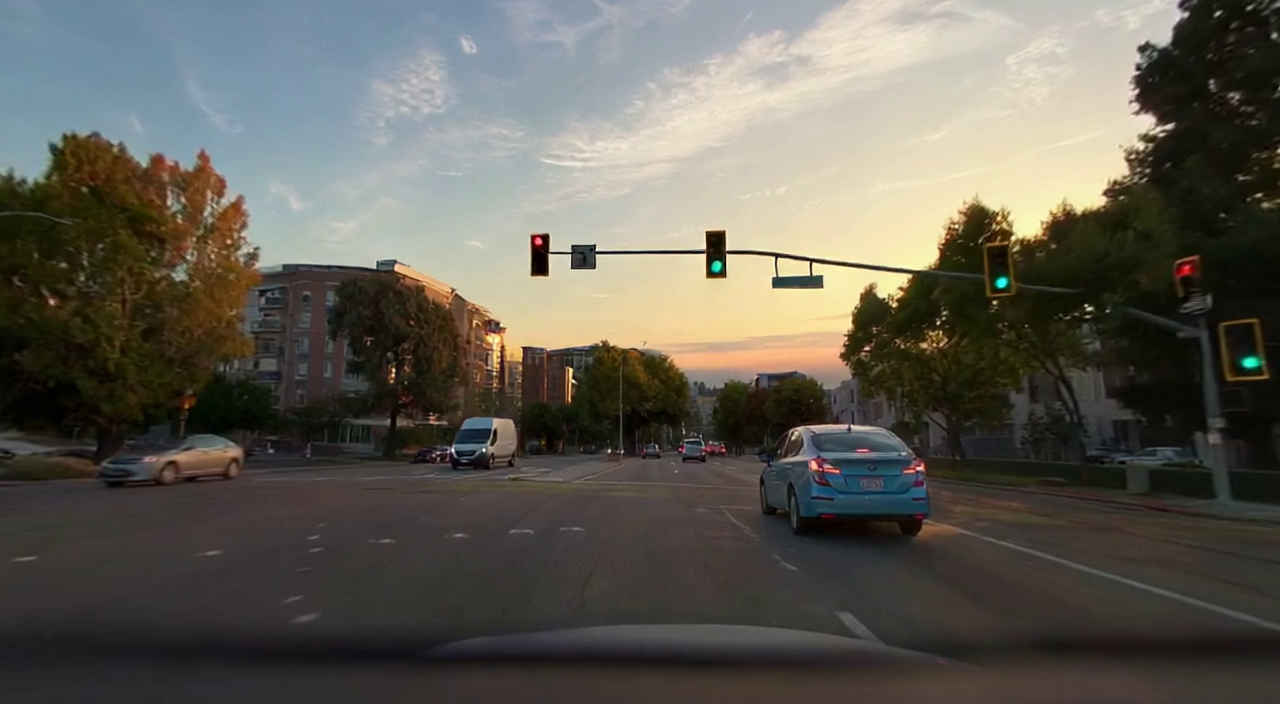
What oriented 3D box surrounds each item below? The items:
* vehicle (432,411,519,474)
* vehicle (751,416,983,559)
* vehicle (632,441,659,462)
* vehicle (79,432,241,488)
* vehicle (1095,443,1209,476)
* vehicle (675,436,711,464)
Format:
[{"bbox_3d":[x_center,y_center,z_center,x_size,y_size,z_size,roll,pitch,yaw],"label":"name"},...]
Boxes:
[{"bbox_3d":[-8.358,4.759,33.004,2.524,2.885,6.868,1,-8,1],"label":"vehicle"},{"bbox_3d":[2.973,1.855,9.302,1.901,1.634,3.952,0,-8,0],"label":"vehicle"},{"bbox_3d":[0.396,7.653,48.575,1.991,1.477,3.814,0,-8,1],"label":"vehicle"},{"bbox_3d":[-17.159,3.883,22.940,2.053,1.797,4.750,0,-8,1],"label":"vehicle"},{"bbox_3d":[27.968,5.863,34.680,2.070,1.687,4.705,1,-8,-4],"label":"vehicle"},{"bbox_3d":[3.730,6.969,44.802,2.154,1.844,4.634,0,-8,0],"label":"vehicle"}]
